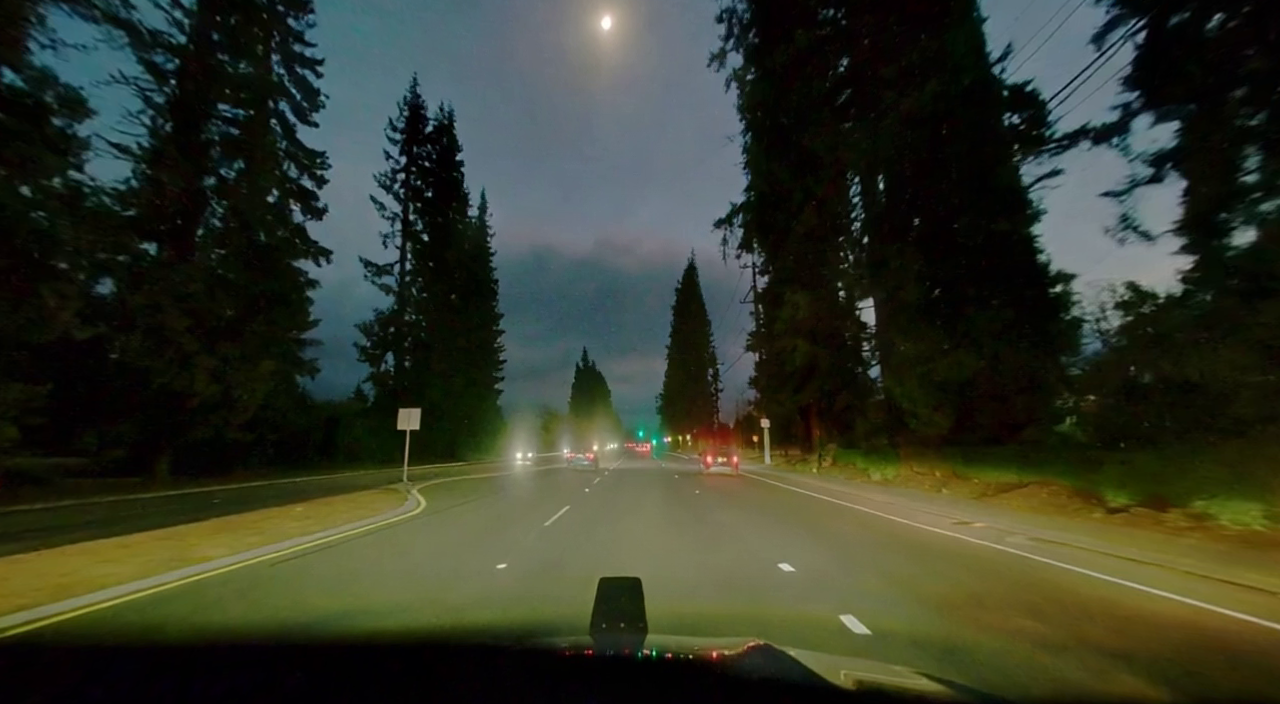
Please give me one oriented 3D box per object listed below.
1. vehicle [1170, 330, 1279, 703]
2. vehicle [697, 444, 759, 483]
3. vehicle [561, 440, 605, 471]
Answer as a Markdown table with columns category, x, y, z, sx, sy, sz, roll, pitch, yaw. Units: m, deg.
| category | x | y | z | sx | sy | sz | roll | pitch | yaw |
| --- | --- | --- | --- | --- | --- | --- | --- | --- | --- |
| vehicle | 3.419 | 0.526 | 0.455 | 2.182 | 1.744 | 4.464 | 0 | -9 | 1 |
| vehicle | 3.539 | 4.573 | 26.169 | 1.906 | 1.468 | 4.422 | 0 | -9 | -1 |
| vehicle | -3.255 | 6.056 | 37.037 | 2.066 | 1.725 | 4.241 | 0 | -9 | 2 |
